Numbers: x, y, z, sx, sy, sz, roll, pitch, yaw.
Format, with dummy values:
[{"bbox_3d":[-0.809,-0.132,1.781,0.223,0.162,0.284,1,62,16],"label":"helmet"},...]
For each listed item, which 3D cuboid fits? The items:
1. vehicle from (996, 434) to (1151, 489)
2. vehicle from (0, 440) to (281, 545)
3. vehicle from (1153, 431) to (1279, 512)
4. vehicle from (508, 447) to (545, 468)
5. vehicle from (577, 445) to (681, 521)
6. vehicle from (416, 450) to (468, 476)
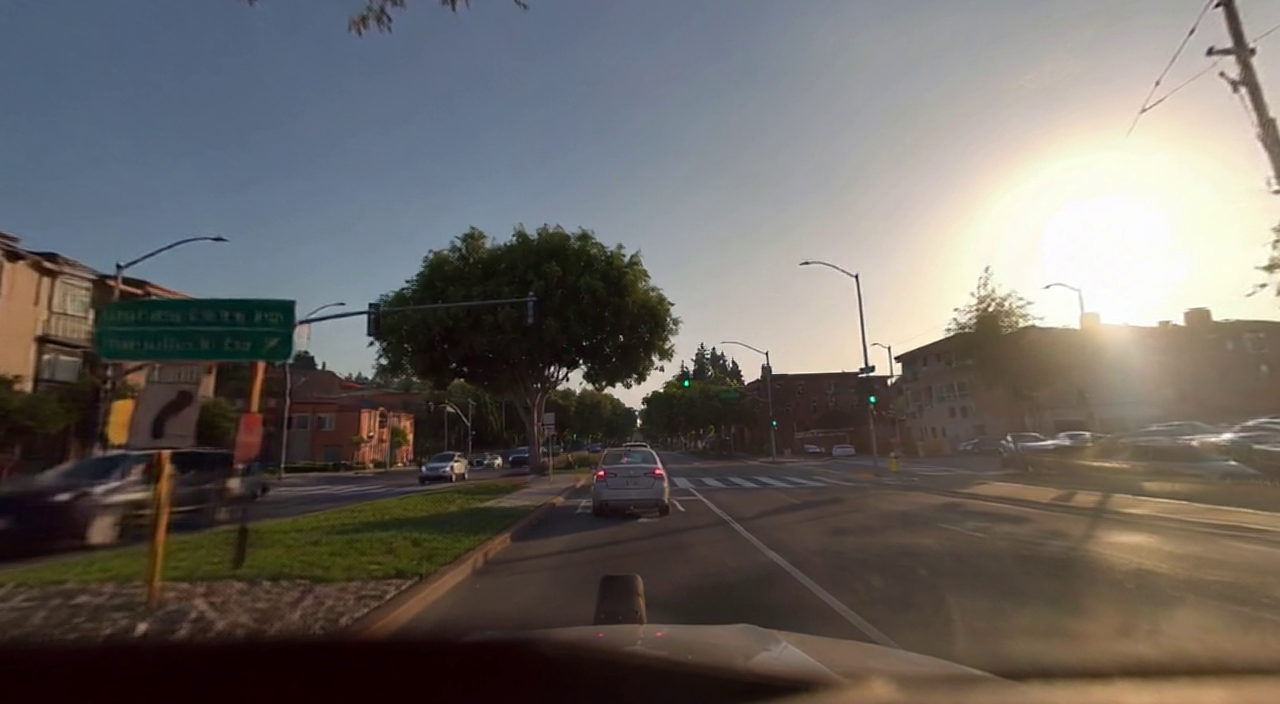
[{"bbox_3d":[13.072,3.312,19.336,1.887,1.504,3.898,0,-9,-2],"label":"vehicle"},{"bbox_3d":[-8.710,2.345,11.240,1.994,1.474,4.411,0,-9,0],"label":"vehicle"},{"bbox_3d":[13.088,2.403,12.878,1.859,1.525,3.948,0,-9,1],"label":"vehicle"},{"bbox_3d":[-8.600,8.008,48.003,1.966,1.571,4.479,0,-9,1],"label":"vehicle"},{"bbox_3d":[-0.270,2.850,14.288,2.010,1.447,4.121,0,-9,-1],"label":"vehicle"},{"bbox_3d":[-12.384,6.956,39.598,1.904,1.475,4.068,0,-9,1],"label":"vehicle"}]
